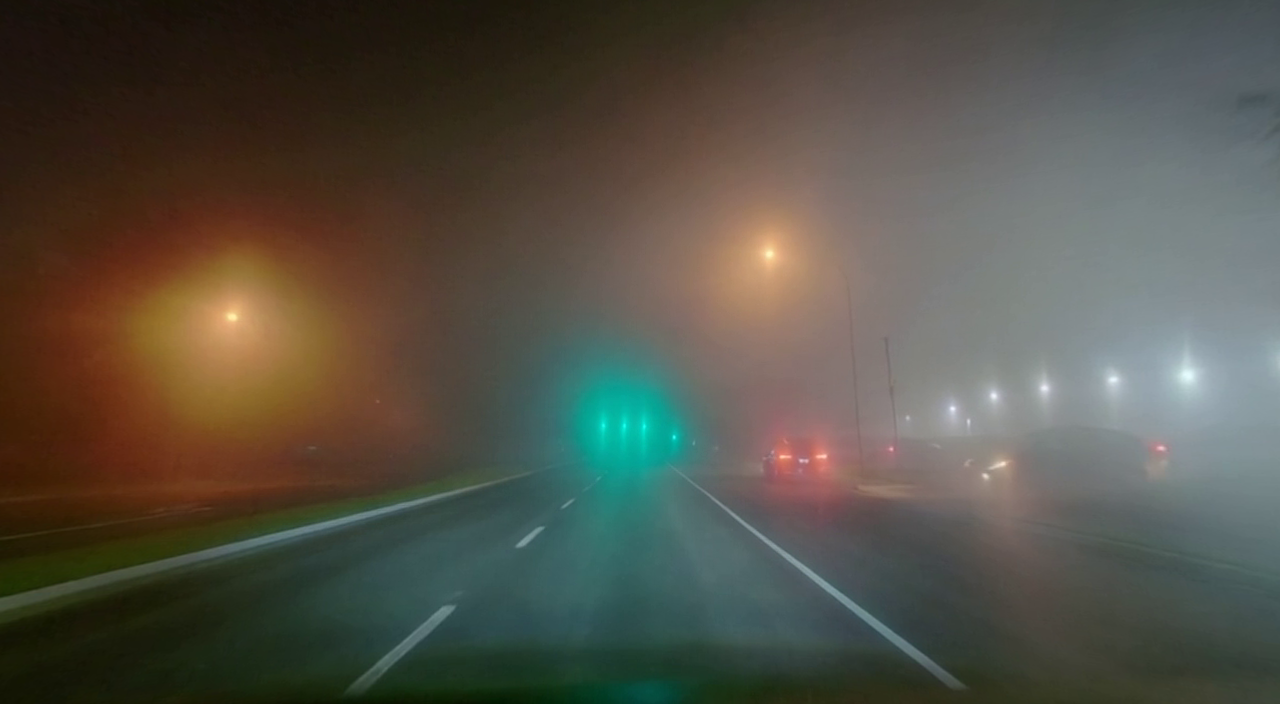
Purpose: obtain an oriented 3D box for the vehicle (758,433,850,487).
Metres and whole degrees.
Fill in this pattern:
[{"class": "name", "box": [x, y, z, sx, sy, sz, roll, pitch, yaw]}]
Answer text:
[{"class": "vehicle", "box": [5.617, 3.768, 22.271, 2.057, 1.688, 4.596, 0, -8, 1]}]
